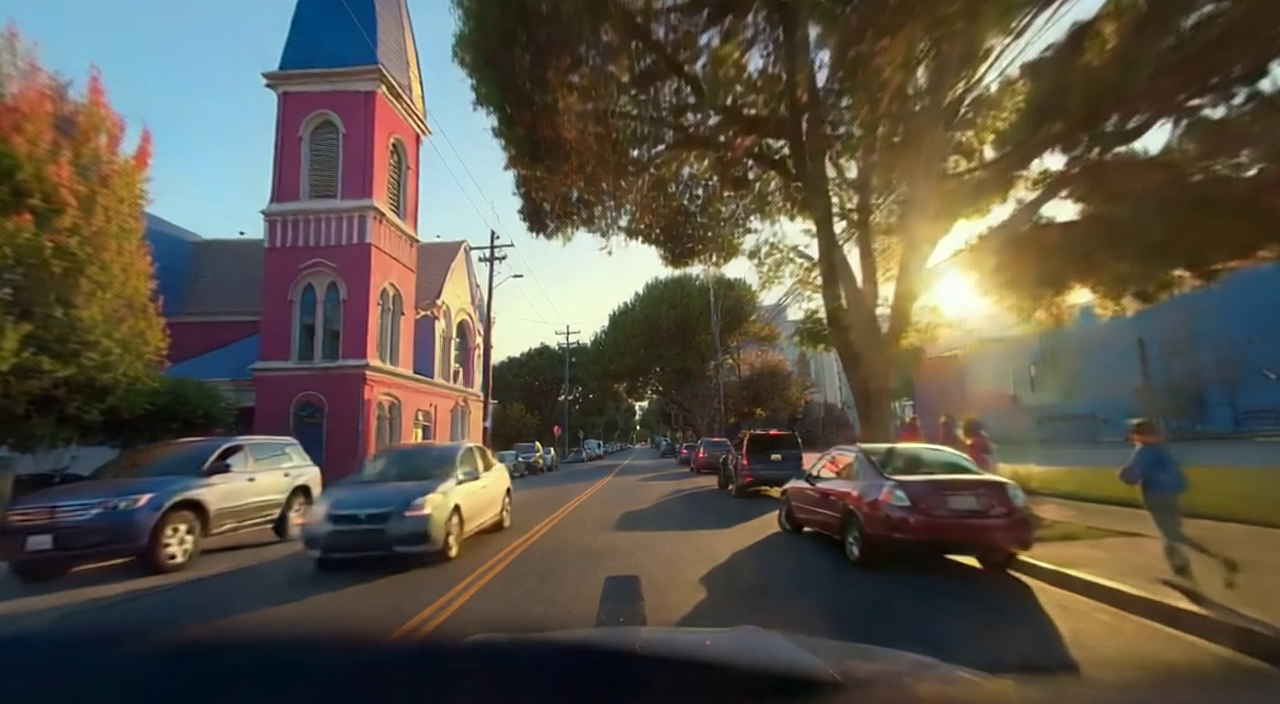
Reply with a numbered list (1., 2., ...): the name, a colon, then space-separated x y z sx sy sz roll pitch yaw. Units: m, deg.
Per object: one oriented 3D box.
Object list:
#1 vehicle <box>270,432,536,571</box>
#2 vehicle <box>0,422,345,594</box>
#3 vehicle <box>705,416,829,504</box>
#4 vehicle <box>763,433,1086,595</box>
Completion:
1. vehicle: -2.996 1.998 9.258 2.036 1.515 4.437 -1 -9 2
2. vehicle: -6.329 2.017 9.054 2.140 1.746 4.385 -3 -8 0
3. vehicle: 3.153 2.832 16.864 2.263 1.996 4.870 0 -9 0
4. vehicle: 3.080 1.841 8.163 1.966 1.471 4.552 0 -9 -1
